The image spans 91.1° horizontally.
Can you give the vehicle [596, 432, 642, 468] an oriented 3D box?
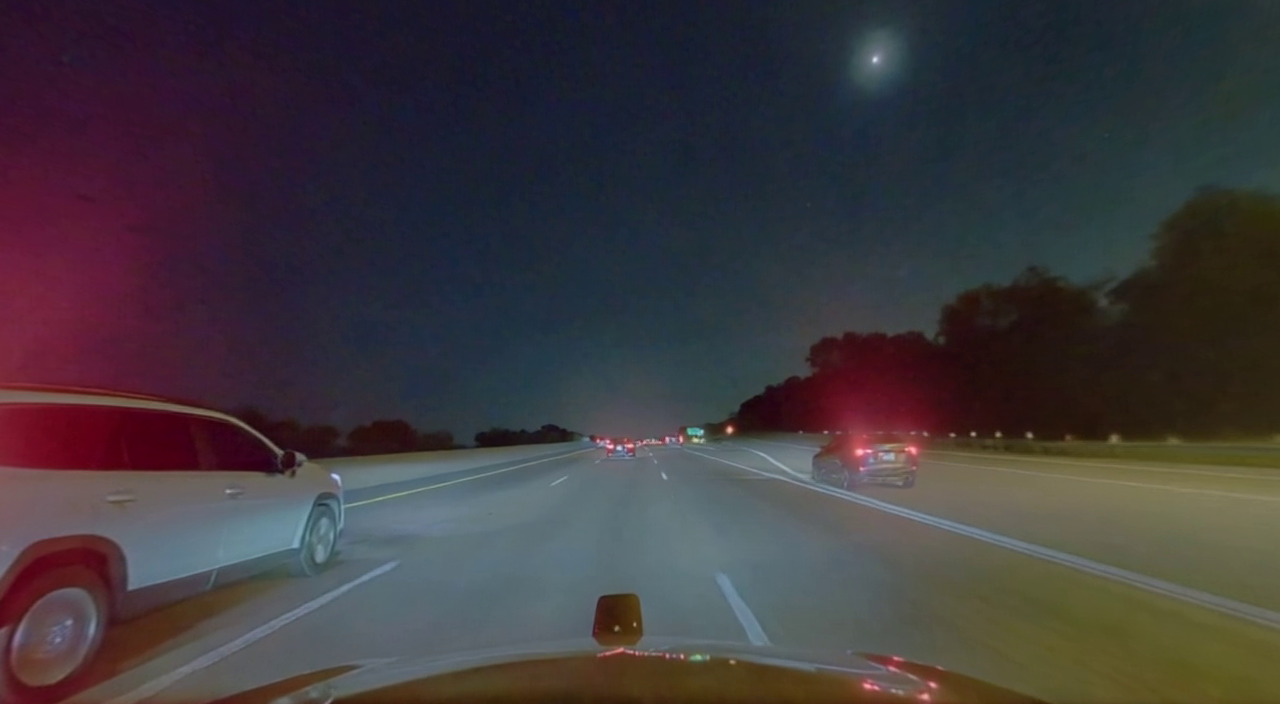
[{"bbox_3d":[-0.938,4.663,30.129,2.039,1.589,4.324,0,-8,0],"label":"vehicle"}]
